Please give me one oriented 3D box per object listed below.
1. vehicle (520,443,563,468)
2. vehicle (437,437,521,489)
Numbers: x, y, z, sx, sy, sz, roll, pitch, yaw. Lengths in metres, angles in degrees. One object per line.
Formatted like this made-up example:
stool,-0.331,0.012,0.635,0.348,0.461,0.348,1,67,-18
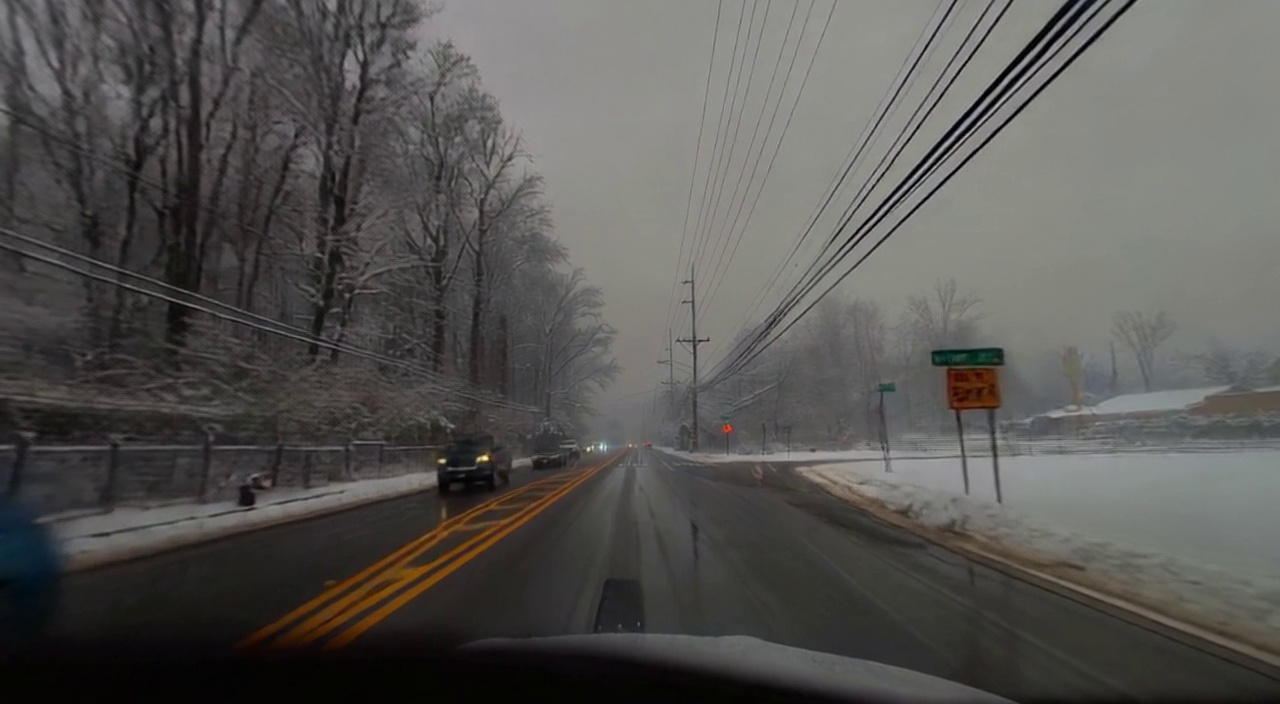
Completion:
vehicle,-6.309,6.669,40.909,2.043,1.484,4.532,0,-9,0
vehicle,-5.509,3.821,22.124,2.001,1.616,4.064,0,-9,-2
